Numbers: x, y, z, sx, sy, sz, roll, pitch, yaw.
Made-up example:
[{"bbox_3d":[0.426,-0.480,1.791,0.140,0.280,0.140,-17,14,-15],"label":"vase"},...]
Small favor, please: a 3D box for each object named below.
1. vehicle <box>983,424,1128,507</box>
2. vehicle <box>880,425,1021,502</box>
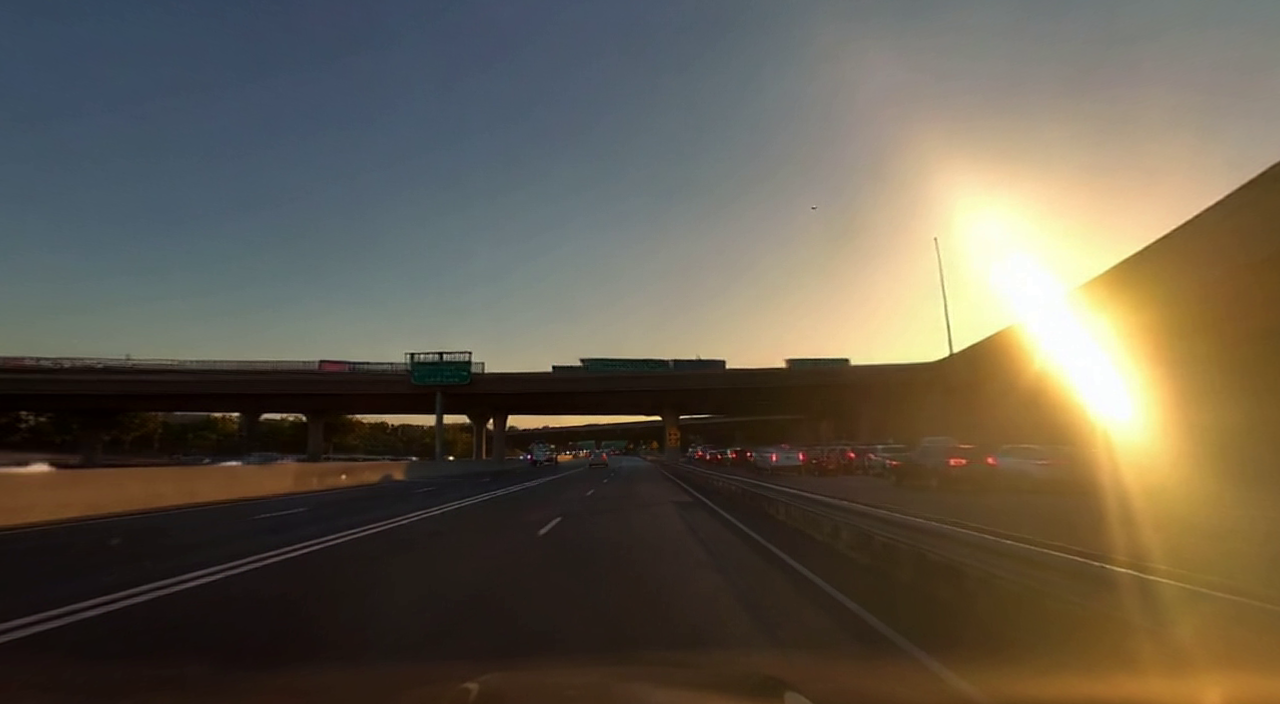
[{"bbox_3d":[18.662,5.096,28.803,2.594,3.362,5.549,1,-9,-1],"label":"vehicle"},{"bbox_3d":[15.845,5.742,33.183,2.635,3.459,9.104,1,-9,-1],"label":"vehicle"}]
